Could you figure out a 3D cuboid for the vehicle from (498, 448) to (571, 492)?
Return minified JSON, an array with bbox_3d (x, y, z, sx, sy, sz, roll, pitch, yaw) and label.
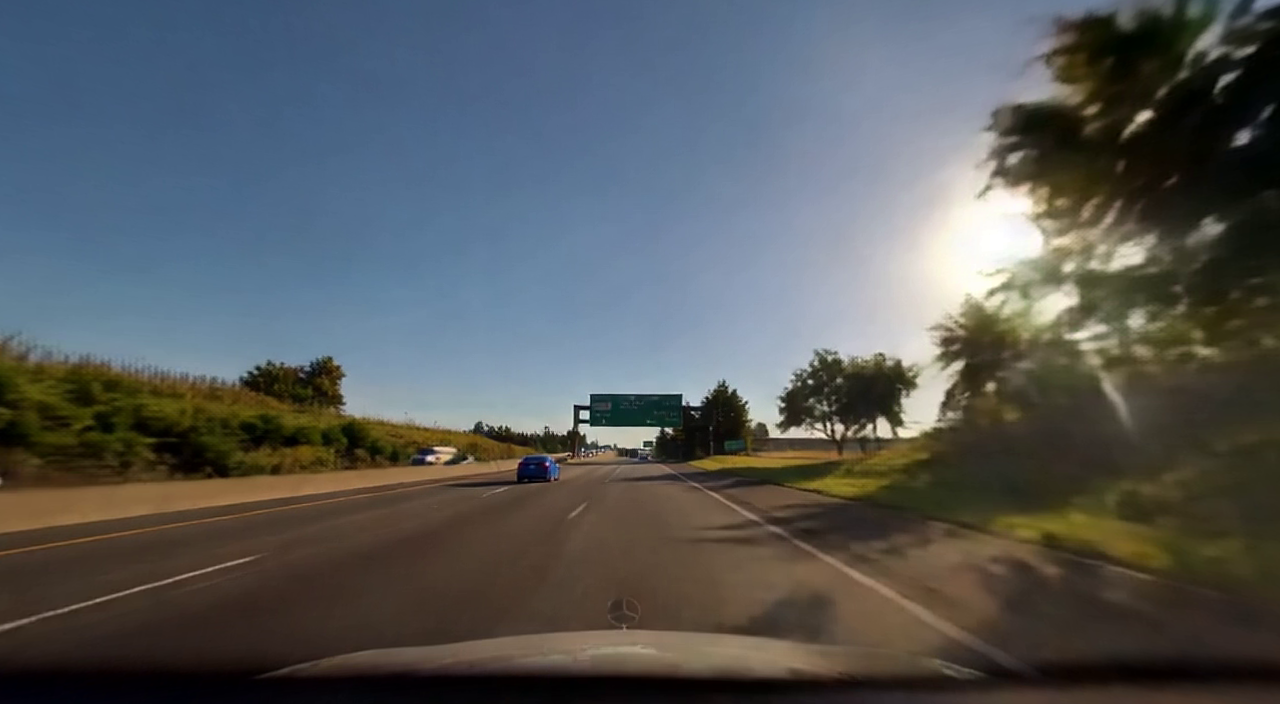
[{"bbox_3d":[-4.037,4.573,24.799,2.121,1.537,3.852,-1,-9,1],"label":"vehicle"}]
